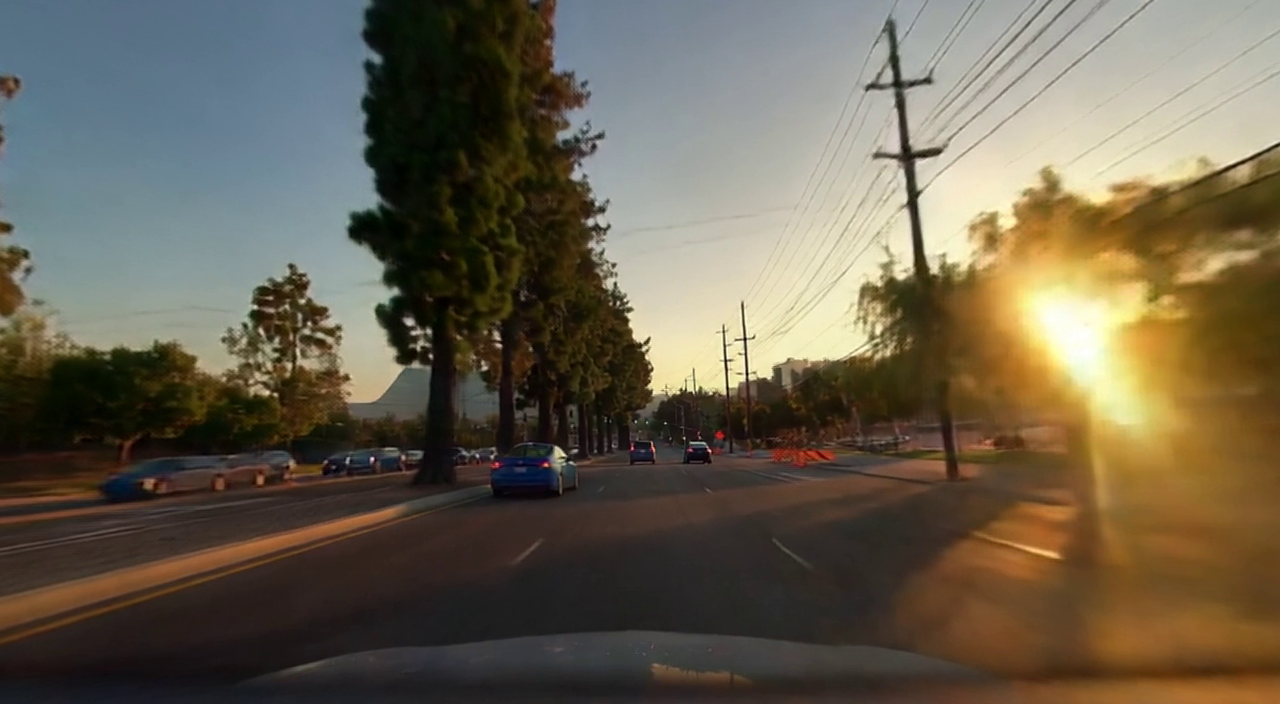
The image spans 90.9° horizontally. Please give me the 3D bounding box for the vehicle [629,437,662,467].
[{"bbox_3d":[0.351,6.592,41.798,2.060,1.845,4.151,0,-9,1],"label":"vehicle"}]

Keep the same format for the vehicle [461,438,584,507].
[{"bbox_3d":[-2.765,2.987,16.184,2.087,1.480,4.825,0,-9,2],"label":"vehicle"}]

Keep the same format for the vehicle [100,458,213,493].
[{"bbox_3d":[-23.775,6.077,31.292,1.868,1.473,4.776,0,-9,-1],"label":"vehicle"}]

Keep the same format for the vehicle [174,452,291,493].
[{"bbox_3d":[-16.850,4.972,26.396,1.913,1.488,4.507,0,-9,0],"label":"vehicle"}]

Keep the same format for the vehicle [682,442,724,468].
[{"bbox_3d":[3.831,6.359,39.058,2.142,1.475,4.565,0,-9,0],"label":"vehicle"}]

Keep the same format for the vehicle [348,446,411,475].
[{"bbox_3d":[-16.600,6.924,40.517,2.025,1.712,4.578,0,-9,1],"label":"vehicle"}]
